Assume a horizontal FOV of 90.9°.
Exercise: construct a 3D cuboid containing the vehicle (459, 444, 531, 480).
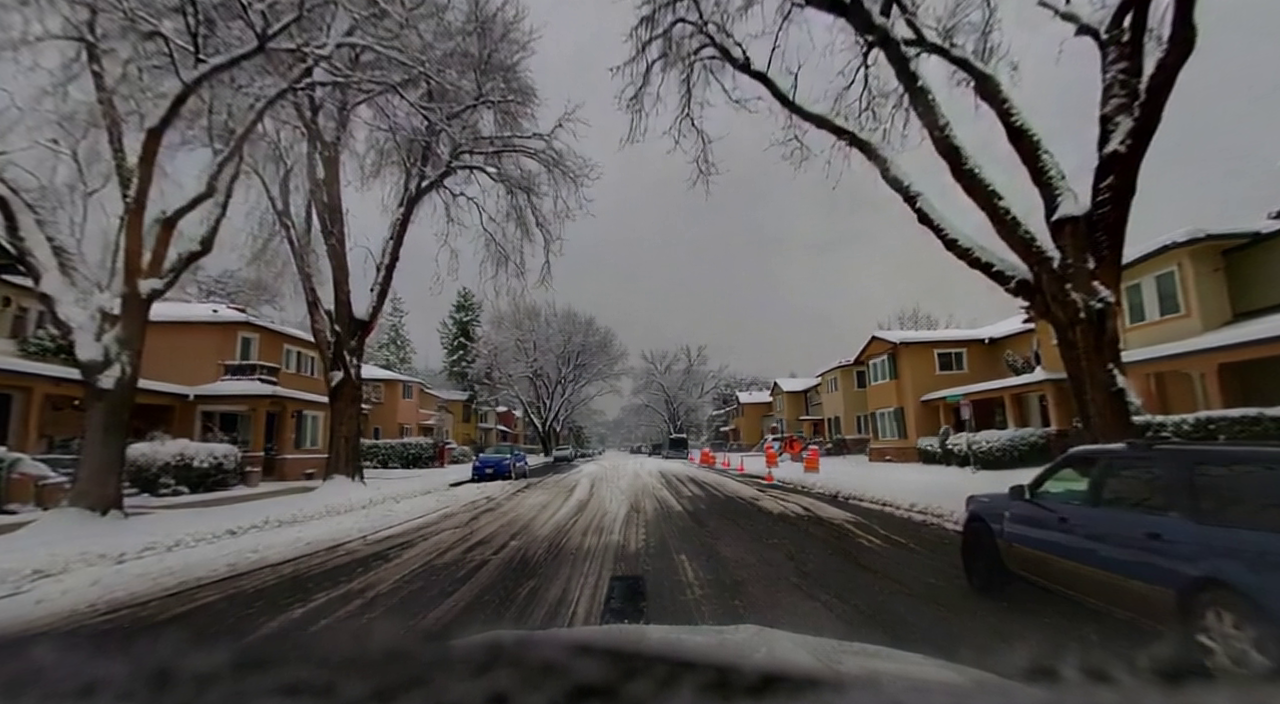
[{"bbox_3d":[-6.527,4.997,28.907,2.137,1.481,4.503,0,-8,1],"label":"vehicle"}]
